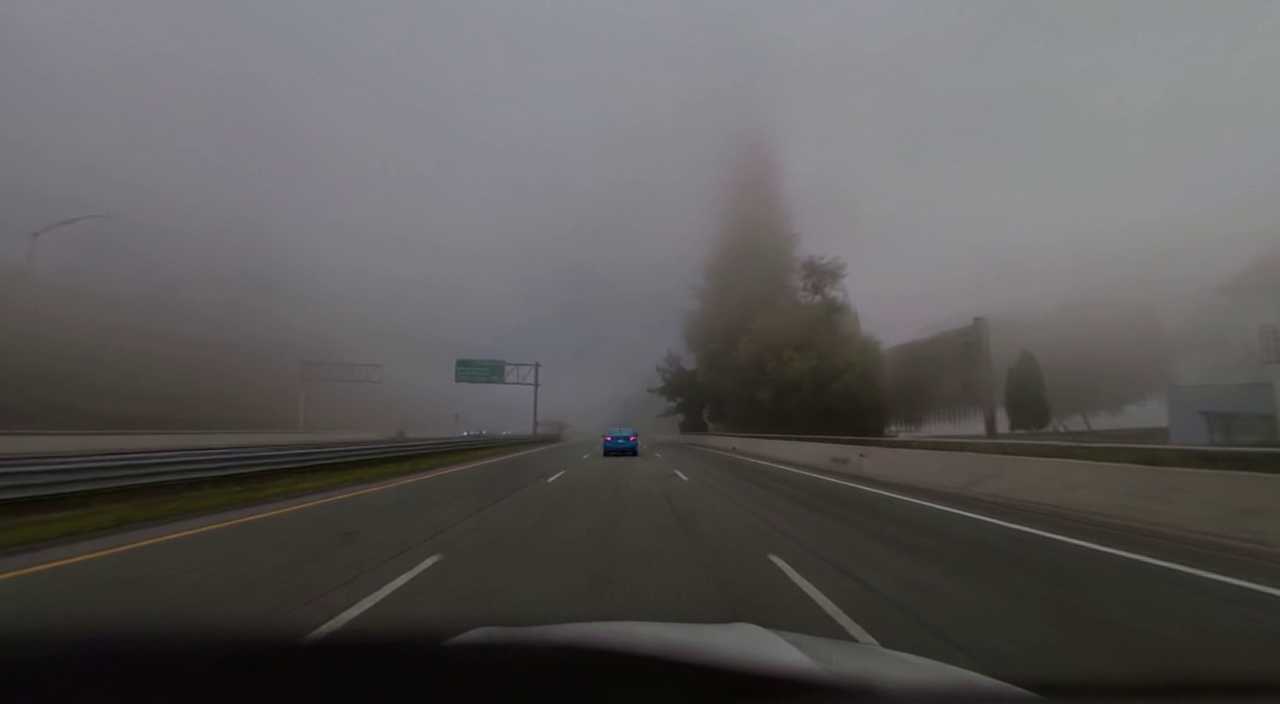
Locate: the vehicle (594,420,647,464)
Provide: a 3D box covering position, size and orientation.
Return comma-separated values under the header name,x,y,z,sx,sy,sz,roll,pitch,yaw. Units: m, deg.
name,x,y,z,sx,sy,sz,roll,pitch,yaw
vehicle,-0.784,3.681,25.904,2.020,1.633,3.942,0,-7,-2
